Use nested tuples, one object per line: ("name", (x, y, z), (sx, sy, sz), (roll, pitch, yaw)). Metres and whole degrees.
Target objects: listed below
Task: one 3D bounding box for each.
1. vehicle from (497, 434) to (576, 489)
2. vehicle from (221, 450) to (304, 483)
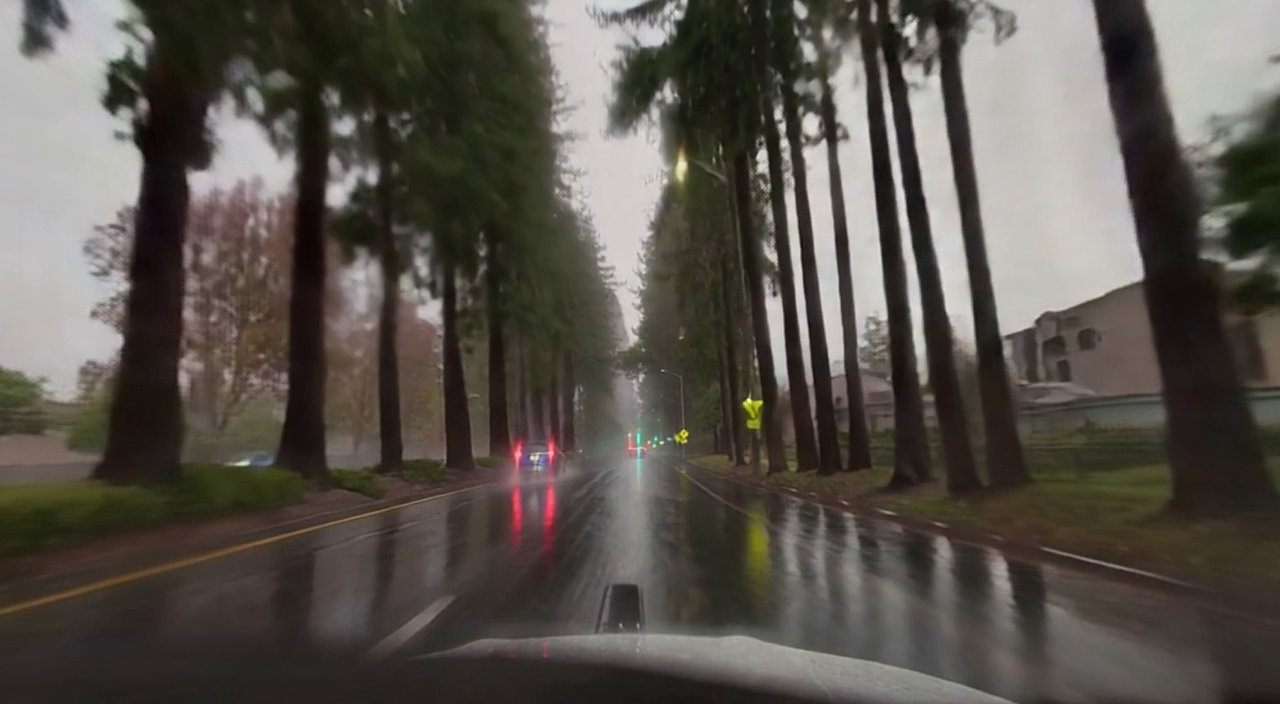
("vehicle", (-3.602, 3.886, 22.742), (2.078, 1.748, 4.279), (0, -8, 0))
("vehicle", (-21.240, 6.442, 35.795), (1.897, 1.690, 4.492), (0, -8, 0))
